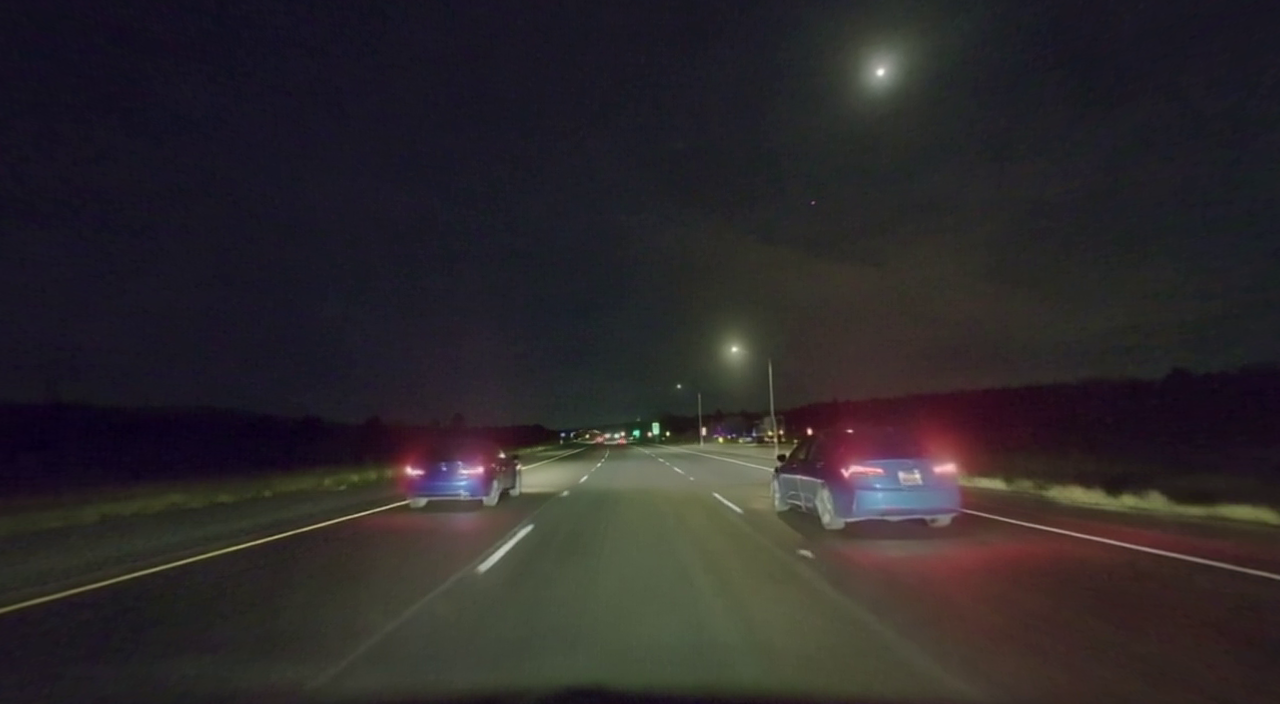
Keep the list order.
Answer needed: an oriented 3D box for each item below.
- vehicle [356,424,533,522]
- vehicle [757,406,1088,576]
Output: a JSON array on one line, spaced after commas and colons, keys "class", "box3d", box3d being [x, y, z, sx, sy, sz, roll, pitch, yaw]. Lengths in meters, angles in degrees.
[{"class": "vehicle", "box3d": [-3.629, 2.338, 12.735, 2.206, 1.604, 4.374, 0, -8, 0]}, {"class": "vehicle", "box3d": [3.217, 1.676, 8.408, 2.349, 1.651, 4.161, 0, -8, -2]}]
